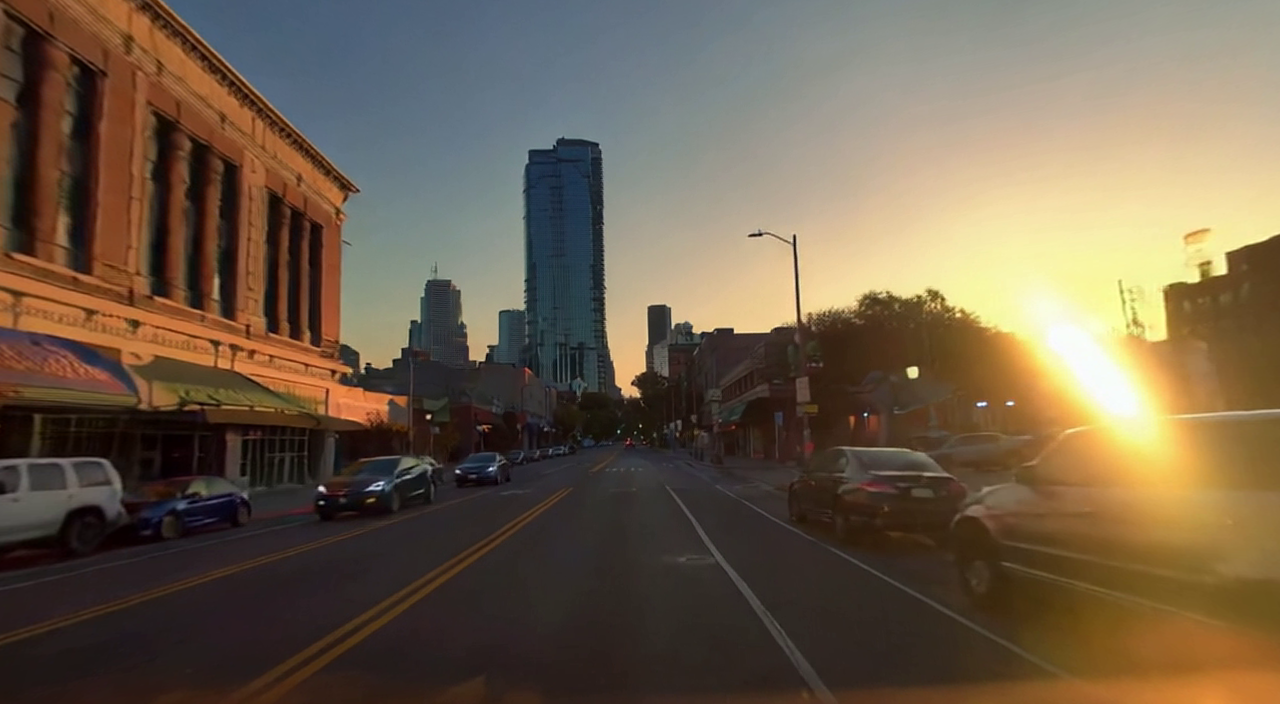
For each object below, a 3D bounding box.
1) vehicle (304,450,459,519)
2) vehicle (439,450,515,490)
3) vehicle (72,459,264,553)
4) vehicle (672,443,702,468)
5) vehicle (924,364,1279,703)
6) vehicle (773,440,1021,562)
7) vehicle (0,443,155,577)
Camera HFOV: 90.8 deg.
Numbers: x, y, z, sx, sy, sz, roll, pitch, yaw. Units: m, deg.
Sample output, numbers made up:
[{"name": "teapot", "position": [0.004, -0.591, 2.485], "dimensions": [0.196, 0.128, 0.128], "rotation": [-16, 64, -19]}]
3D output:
[{"name": "vehicle", "position": [-6.432, 3.315, 16.458], "dimensions": [1.993, 1.484, 4.812], "rotation": [0, -8, 0]}, {"name": "vehicle", "position": [-6.632, 4.833, 26.240], "dimensions": [1.962, 1.475, 4.580], "rotation": [0, -8, 0]}, {"name": "vehicle", "position": [-11.122, 3.580, 15.265], "dimensions": [1.812, 1.538, 3.761], "rotation": [-3, -5, 0]}, {"name": "vehicle", "position": [3.531, 7.904, 48.531], "dimensions": [2.118, 1.779, 5.121], "rotation": [-1, -8, 2]}, {"name": "vehicle", "position": [3.832, 1.075, 3.816], "dimensions": [1.881, 1.751, 4.859], "rotation": [0, -8, -1]}, {"name": "vehicle", "position": [3.687, 2.192, 10.238], "dimensions": [1.937, 1.481, 4.760], "rotation": [0, -8, -1]}, {"name": "vehicle", "position": [-11.166, 2.629, 10.371], "dimensions": [2.188, 1.951, 5.650], "rotation": [-2, -6, -3]}]
